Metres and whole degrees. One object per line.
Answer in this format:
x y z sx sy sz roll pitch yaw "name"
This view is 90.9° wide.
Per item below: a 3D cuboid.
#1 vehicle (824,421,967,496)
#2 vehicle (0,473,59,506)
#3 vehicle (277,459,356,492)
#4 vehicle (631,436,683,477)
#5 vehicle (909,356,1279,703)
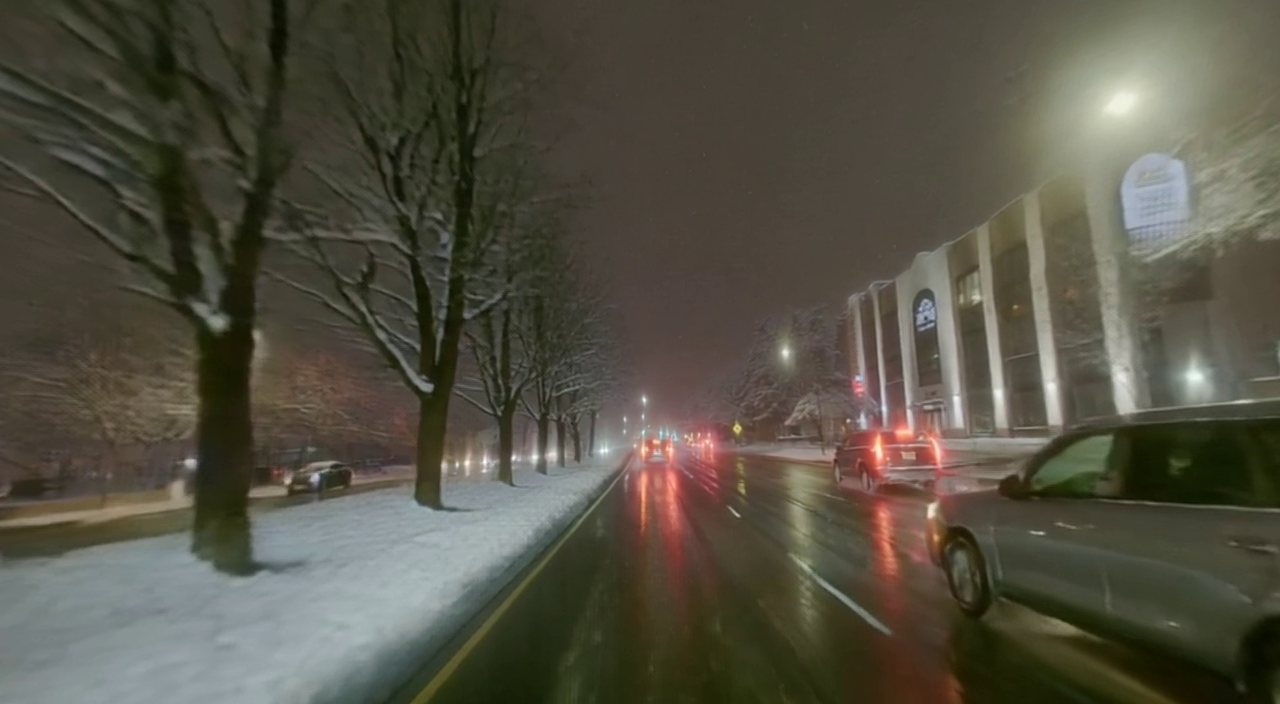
6.840 2.902 17.560 1.963 1.783 4.722 0 -8 0 "vehicle"
-38.408 8.471 38.240 4.432 1.505 1.984 -9 -8 1 "vehicle"
-18.202 6.959 35.724 1.947 1.609 4.589 0 -8 1 "vehicle"
0.711 4.598 28.051 2.125 1.669 3.880 0 -8 0 "vehicle"
3.208 0.902 2.796 1.931 1.591 4.708 0 -8 0 "vehicle"
